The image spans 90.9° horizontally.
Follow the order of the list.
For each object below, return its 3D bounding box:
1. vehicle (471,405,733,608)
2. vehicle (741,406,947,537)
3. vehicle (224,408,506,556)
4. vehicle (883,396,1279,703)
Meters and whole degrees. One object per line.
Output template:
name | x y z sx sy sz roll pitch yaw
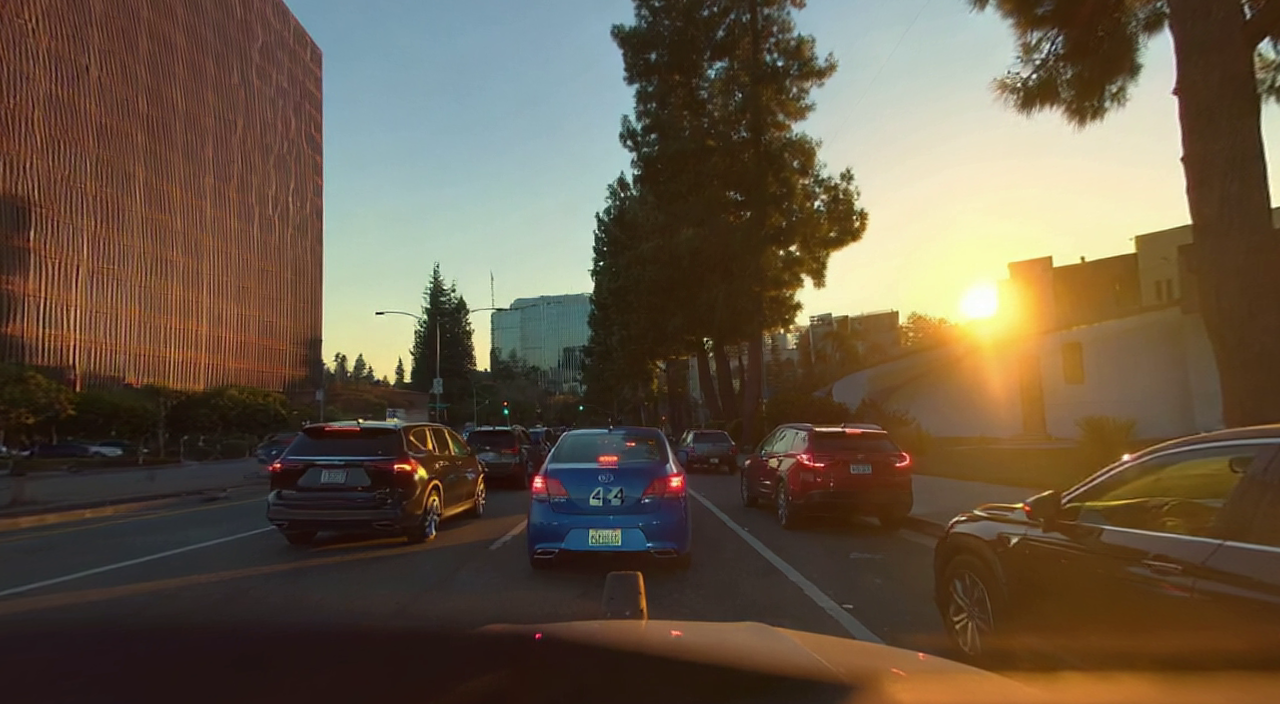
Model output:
vehicle | -0.357 1.581 7.420 2.114 1.631 4.459 0 -8 -1
vehicle | 3.338 2.077 11.533 2.117 1.879 4.715 0 -8 -1
vehicle | -3.759 1.883 9.882 2.141 1.718 4.809 0 -8 1
vehicle | 3.240 1.067 3.373 2.045 1.459 4.462 0 -8 -1
